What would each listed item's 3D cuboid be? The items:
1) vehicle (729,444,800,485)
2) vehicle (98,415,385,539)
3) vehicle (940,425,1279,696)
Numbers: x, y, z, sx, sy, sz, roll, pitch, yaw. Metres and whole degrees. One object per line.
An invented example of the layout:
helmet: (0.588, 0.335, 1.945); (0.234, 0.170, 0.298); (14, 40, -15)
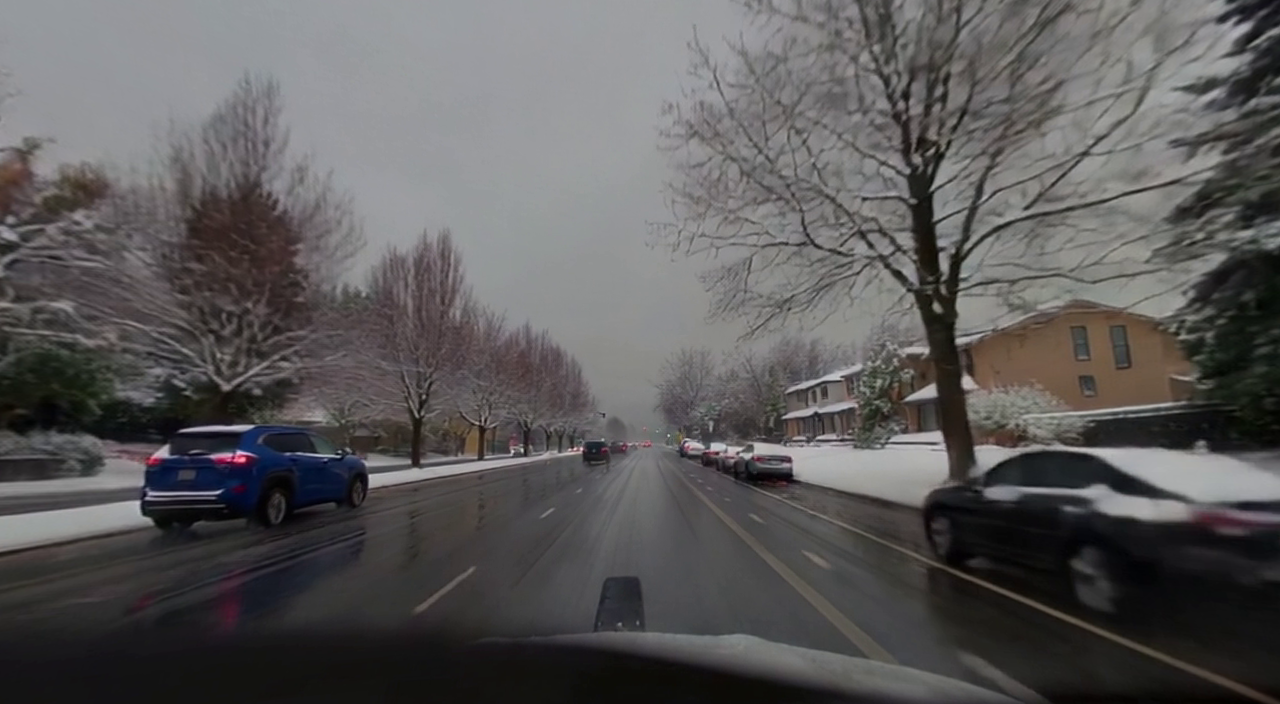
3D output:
vehicle: (5.016, 4.573, 26.040); (1.952, 1.505, 4.713); (0, -9, 0)
vehicle: (-6.519, 2.095, 11.150); (2.034, 1.711, 4.512); (0, -9, 1)
vehicle: (4.603, 1.480, 5.520); (1.939, 1.504, 4.189); (0, -9, 1)
